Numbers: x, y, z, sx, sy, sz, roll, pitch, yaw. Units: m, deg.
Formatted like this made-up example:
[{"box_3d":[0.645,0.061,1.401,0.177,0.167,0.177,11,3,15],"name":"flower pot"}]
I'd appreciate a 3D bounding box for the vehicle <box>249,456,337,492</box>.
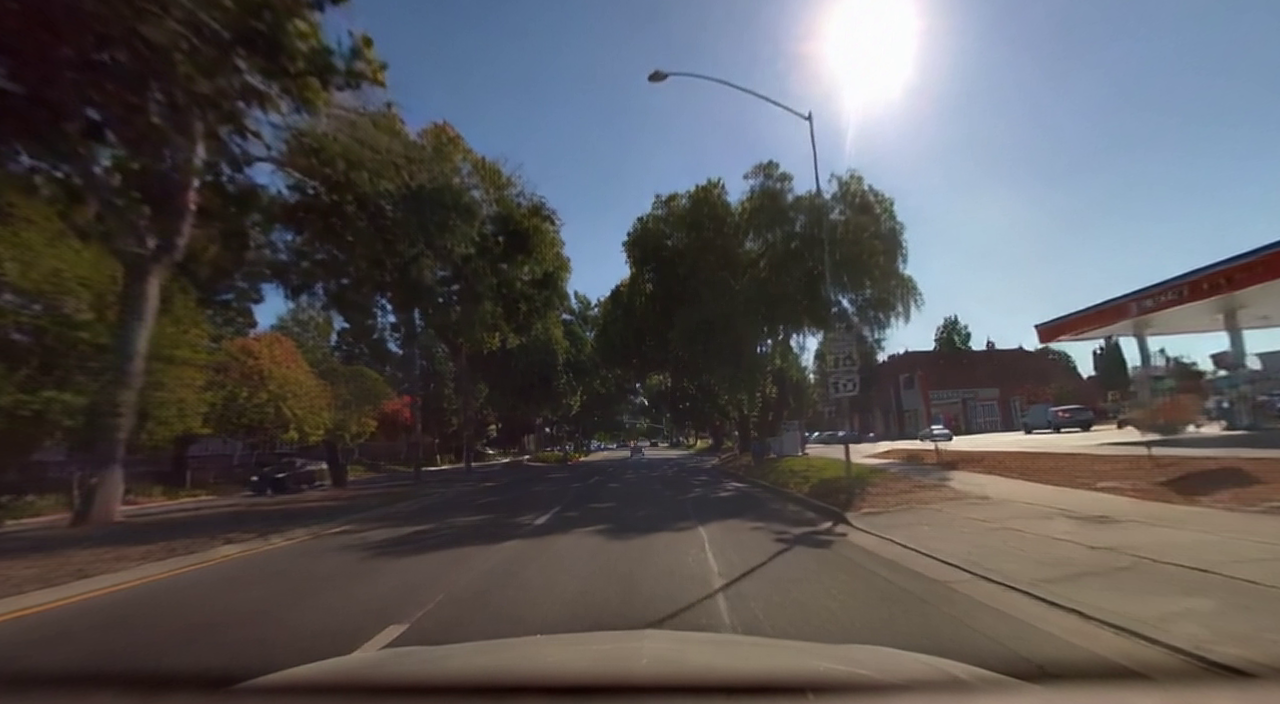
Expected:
[{"box_3d":[-17.256,6.063,31.640,1.841,1.642,4.448,0,-9,1],"name":"vehicle"}]
